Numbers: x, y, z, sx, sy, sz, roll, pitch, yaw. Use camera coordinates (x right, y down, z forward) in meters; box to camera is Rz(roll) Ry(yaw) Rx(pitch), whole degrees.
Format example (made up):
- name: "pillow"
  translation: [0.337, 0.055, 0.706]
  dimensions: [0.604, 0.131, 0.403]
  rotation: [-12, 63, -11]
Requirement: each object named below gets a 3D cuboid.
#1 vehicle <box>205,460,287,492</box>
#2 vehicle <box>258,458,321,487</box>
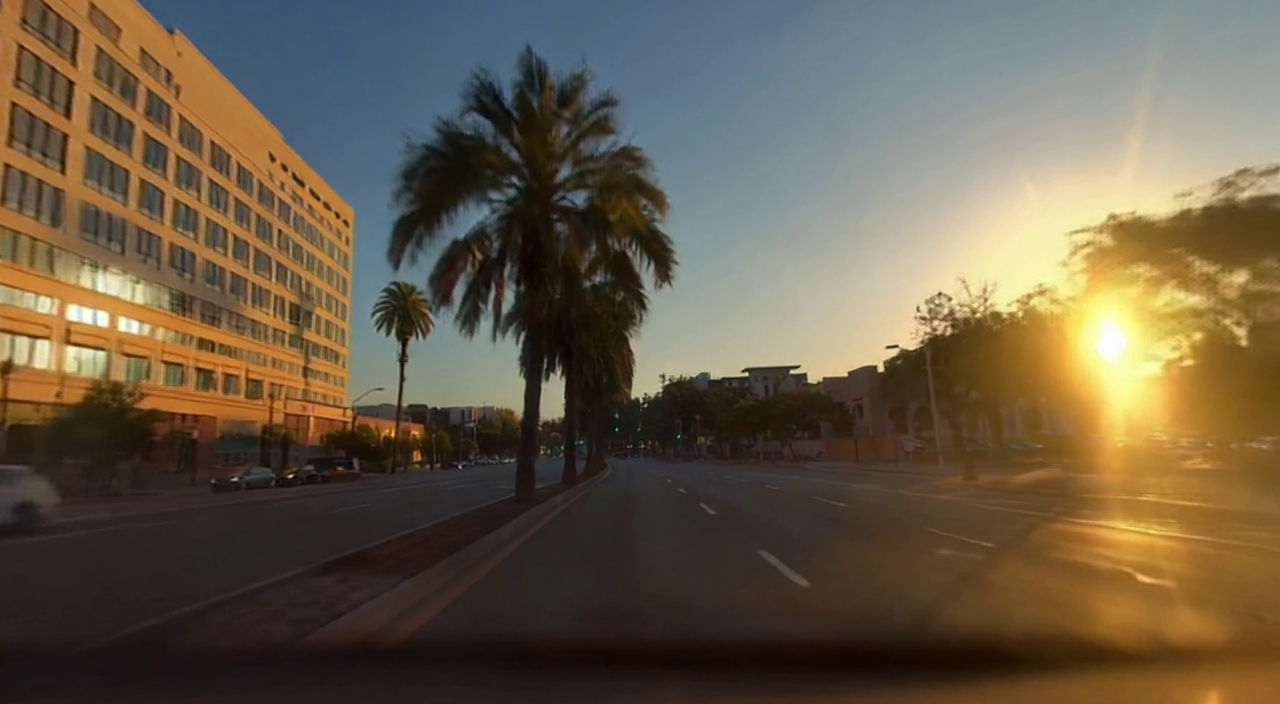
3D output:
- name: "vehicle"
  translation: [-25.483, 8.033, 41.157]
  dimensions: [2.099, 1.814, 5.092]
  rotation: [0, -8, -1]
- name: "vehicle"
  translation: [-25.878, 8.902, 46.910]
  dimensions: [2.136, 1.843, 5.019]
  rotation: [0, -8, -5]
